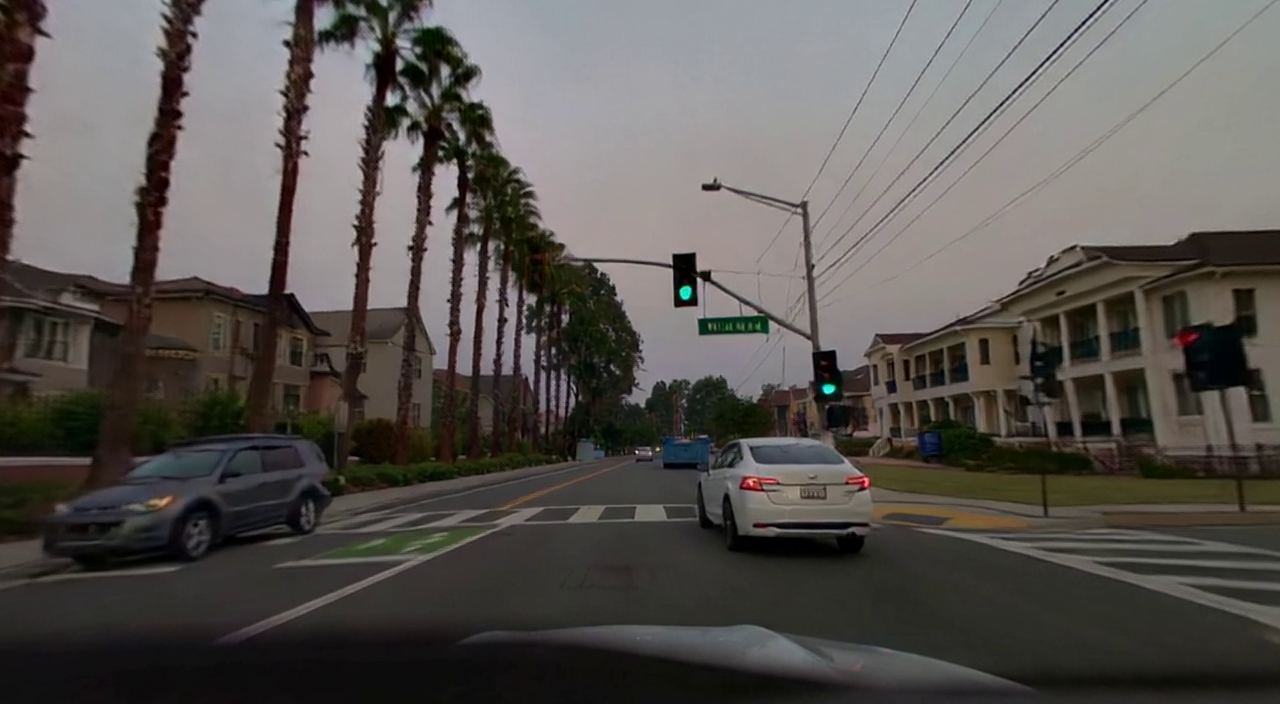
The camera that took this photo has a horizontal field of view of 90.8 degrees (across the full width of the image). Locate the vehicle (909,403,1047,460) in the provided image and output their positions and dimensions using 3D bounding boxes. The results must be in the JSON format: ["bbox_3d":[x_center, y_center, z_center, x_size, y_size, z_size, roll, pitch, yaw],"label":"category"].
[{"bbox_3d":[17.642,4.147,33.245,5.880,2.540,2.003,-4,-6,2],"label":"vehicle"}]

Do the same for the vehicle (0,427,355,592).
[{"bbox_3d":[-6.631,2.178,9.880,2.069,1.820,4.388,-3,-6,5],"label":"vehicle"}]

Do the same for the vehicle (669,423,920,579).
[{"bbox_3d":[1.682,1.862,8.735,2.096,1.552,4.519,0,-9,-3],"label":"vehicle"}]
